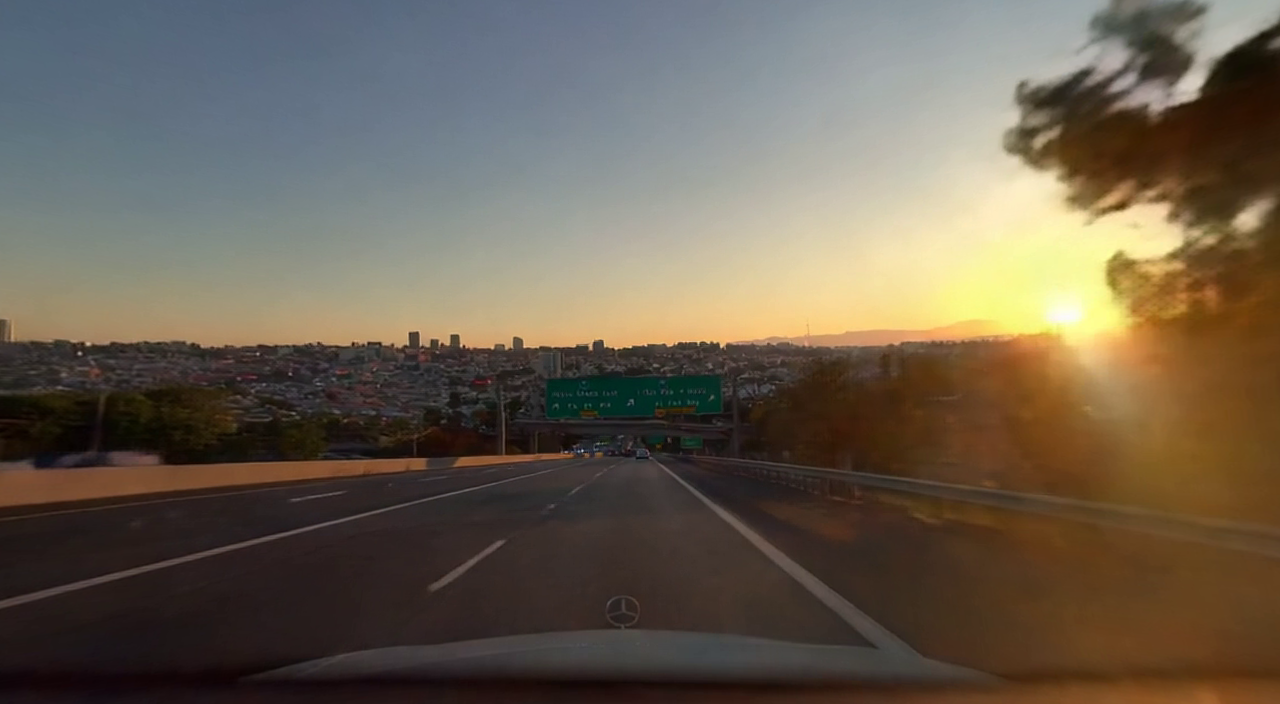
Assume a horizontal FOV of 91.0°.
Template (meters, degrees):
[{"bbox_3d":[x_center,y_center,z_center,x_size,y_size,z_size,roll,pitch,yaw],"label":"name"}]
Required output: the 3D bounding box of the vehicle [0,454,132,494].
[{"bbox_3d":[-24.637,5.193,27.164,1.837,1.556,4.241,0,-9,0],"label":"vehicle"}]
